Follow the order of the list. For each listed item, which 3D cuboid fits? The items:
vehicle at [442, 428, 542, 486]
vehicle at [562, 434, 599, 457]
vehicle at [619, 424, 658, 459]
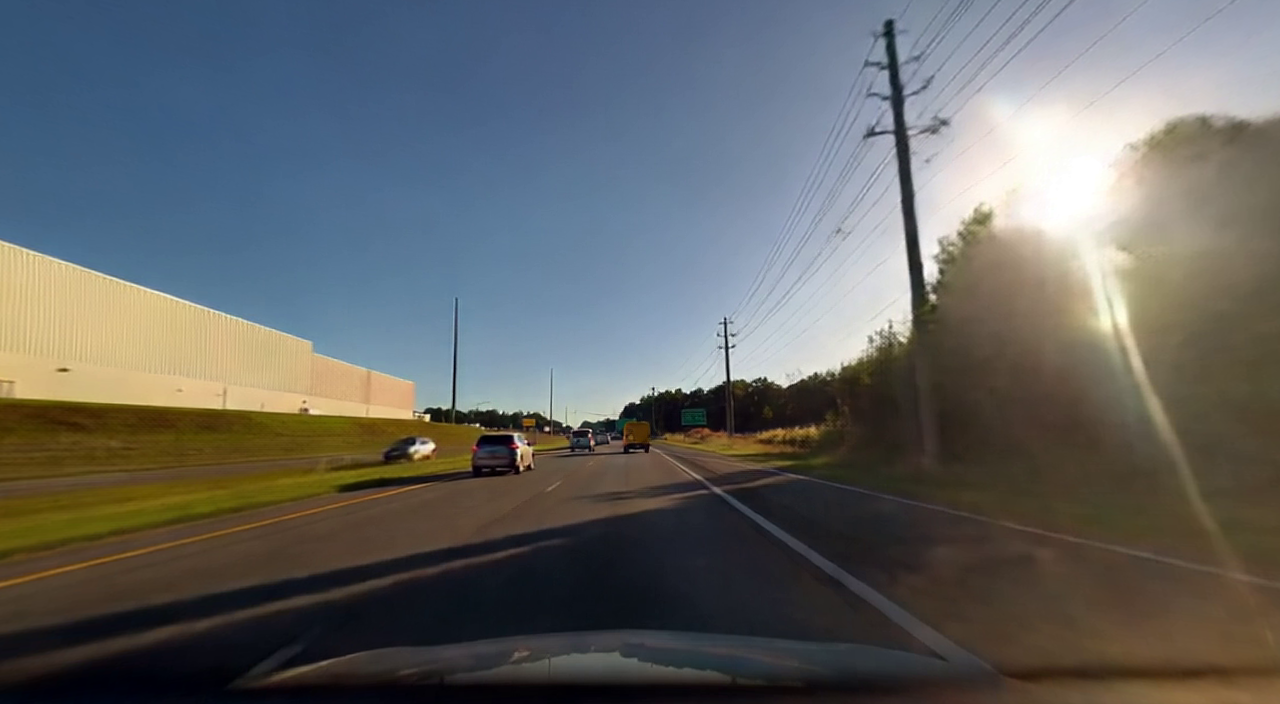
[{"bbox_3d":[-4.338,3.133,19.129,2.058,1.557,4.125,0,-8,0],"label":"vehicle"},{"bbox_3d":[-4.063,6.482,43.677,2.087,1.464,4.853,0,-8,-1],"label":"vehicle"},{"bbox_3d":[-0.118,5.521,38.785,2.213,1.997,4.456,0,-8,-1],"label":"vehicle"}]
